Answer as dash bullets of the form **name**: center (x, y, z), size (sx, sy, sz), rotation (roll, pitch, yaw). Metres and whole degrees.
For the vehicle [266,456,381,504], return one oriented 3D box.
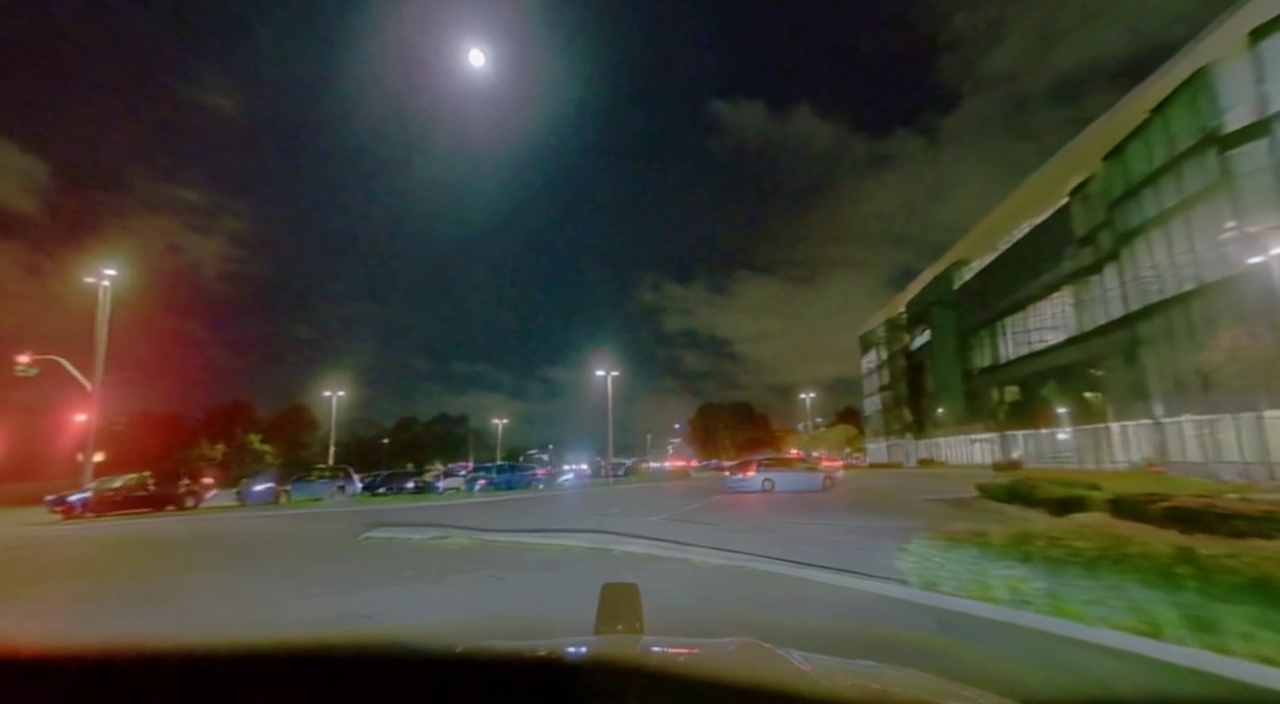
- **vehicle**: center (-12.240, 4.958, 24.299), size (4.934, 1.543, 1.915), rotation (-12, -14, 37)

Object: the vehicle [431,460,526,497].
- **vehicle**: center (-7.810, 6.103, 30.339), size (4.622, 1.479, 1.849), rotation (-11, -14, 34)

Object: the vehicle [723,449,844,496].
- **vehicle**: center (6.291, 5.382, 28.078), size (4.755, 1.707, 1.889), rotation (-12, -14, 35)

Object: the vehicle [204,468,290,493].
- **vehicle**: center (-27.528, 9.014, 44.411), size (1.727, 1.466, 4.721), rotation (-11, -14, 34)

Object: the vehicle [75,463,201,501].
- **vehicle**: center (-28.888, 7.473, 36.526), size (2.086, 1.939, 5.176), rotation (-11, -14, 35)

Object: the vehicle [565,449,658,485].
- **vehicle**: center (-1.778, 7.022, 38.317), size (5.285, 1.837, 2.318), rotation (-10, -14, 33)
